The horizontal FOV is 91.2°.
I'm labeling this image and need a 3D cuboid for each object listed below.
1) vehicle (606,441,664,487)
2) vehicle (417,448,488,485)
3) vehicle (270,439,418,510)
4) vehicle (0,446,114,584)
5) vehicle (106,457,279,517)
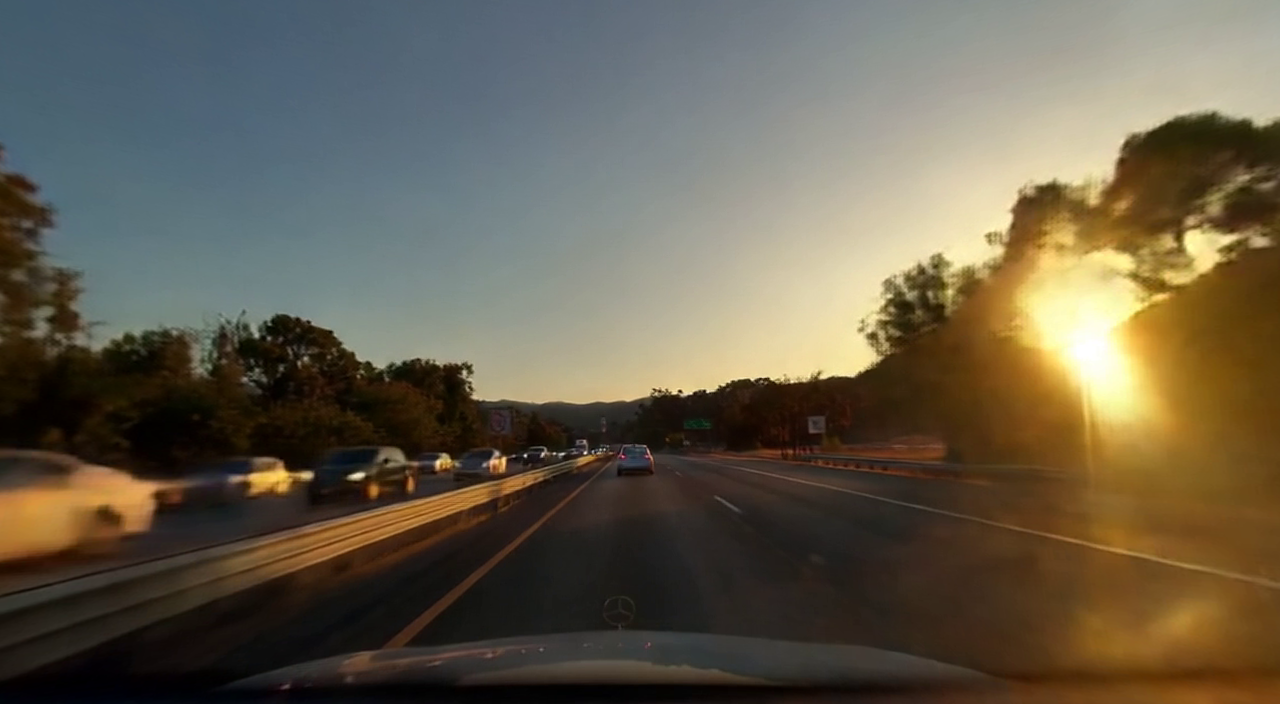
[{"bbox_3d":[-0.169,4.136,23.408,1.971,1.518,4.108,0,-9,0],"label":"vehicle"},{"bbox_3d":[-8.584,5.262,29.100,1.977,1.549,4.521,0,-9,-1],"label":"vehicle"},{"bbox_3d":[-8.010,3.327,17.507,1.981,1.681,4.398,0,-9,0],"label":"vehicle"},{"bbox_3d":[-8.163,1.742,6.395,1.911,1.535,4.238,0,-9,-1],"label":"vehicle"},{"bbox_3d":[-13.268,3.995,19.023,1.911,1.514,4.541,0,-9,-1],"label":"vehicle"}]
